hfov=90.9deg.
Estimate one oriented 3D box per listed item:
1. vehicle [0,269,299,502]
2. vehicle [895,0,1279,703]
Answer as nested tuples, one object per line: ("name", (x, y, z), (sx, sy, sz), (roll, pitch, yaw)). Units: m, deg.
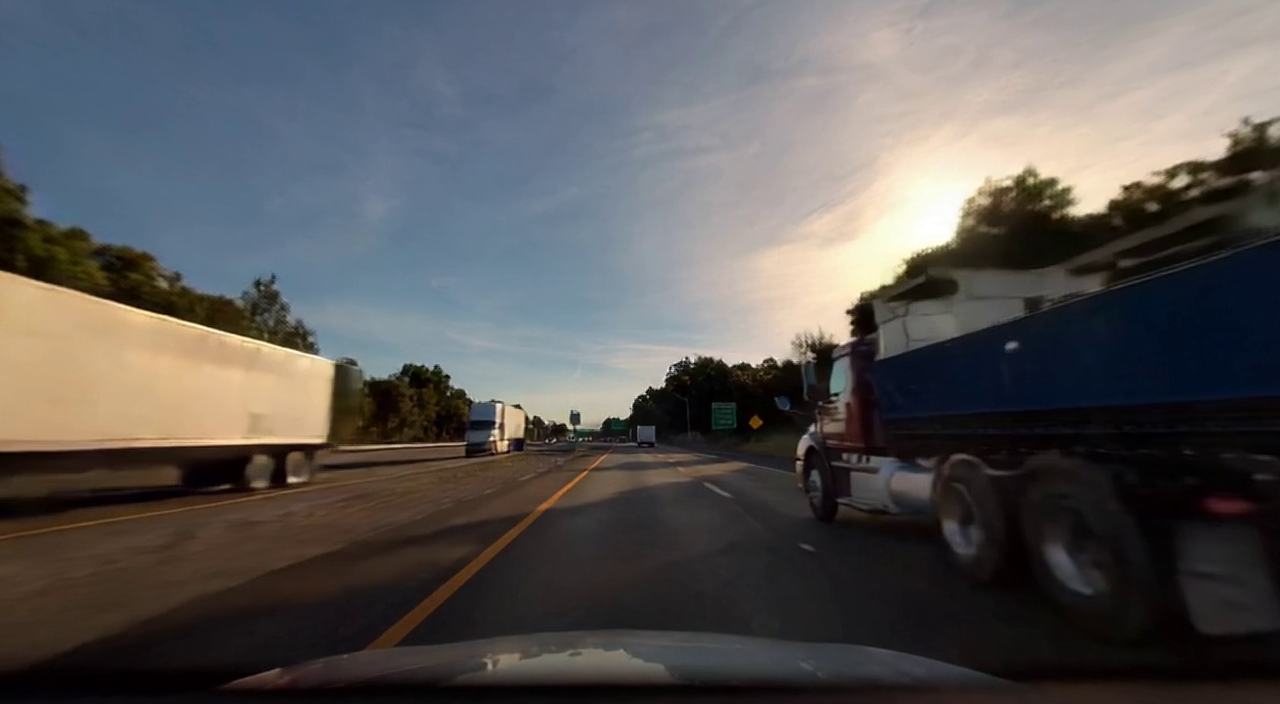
("vehicle", (-12.532, 1.187, 15.538), (2.933, 4.039, 9.567), (0, -8, -1))
("vehicle", (4.064, -0.619, 0.631), (2.911, 3.994, 10.840), (0, -8, -1))
